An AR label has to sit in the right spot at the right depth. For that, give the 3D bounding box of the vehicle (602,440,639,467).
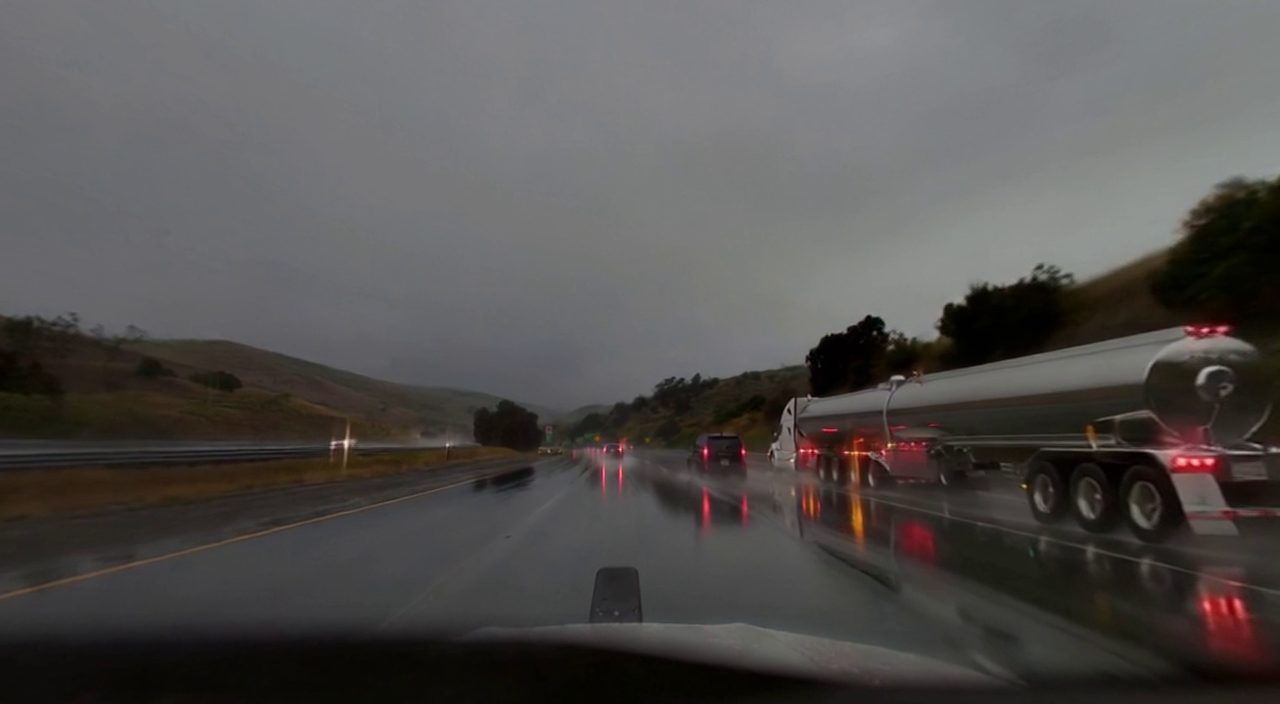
[{"bbox_3d":[-1.193,6.028,37.652,2.083,1.477,3.965,1,-8,-3],"label":"vehicle"}]

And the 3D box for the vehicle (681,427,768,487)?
[{"bbox_3d":[2.723,3.509,21.465,2.098,1.794,4.561,1,-8,-3],"label":"vehicle"}]

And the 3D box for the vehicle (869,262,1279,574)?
[{"bbox_3d":[7.499,1.360,11.479,2.805,3.212,9.978,0,-8,-1],"label":"vehicle"}]
